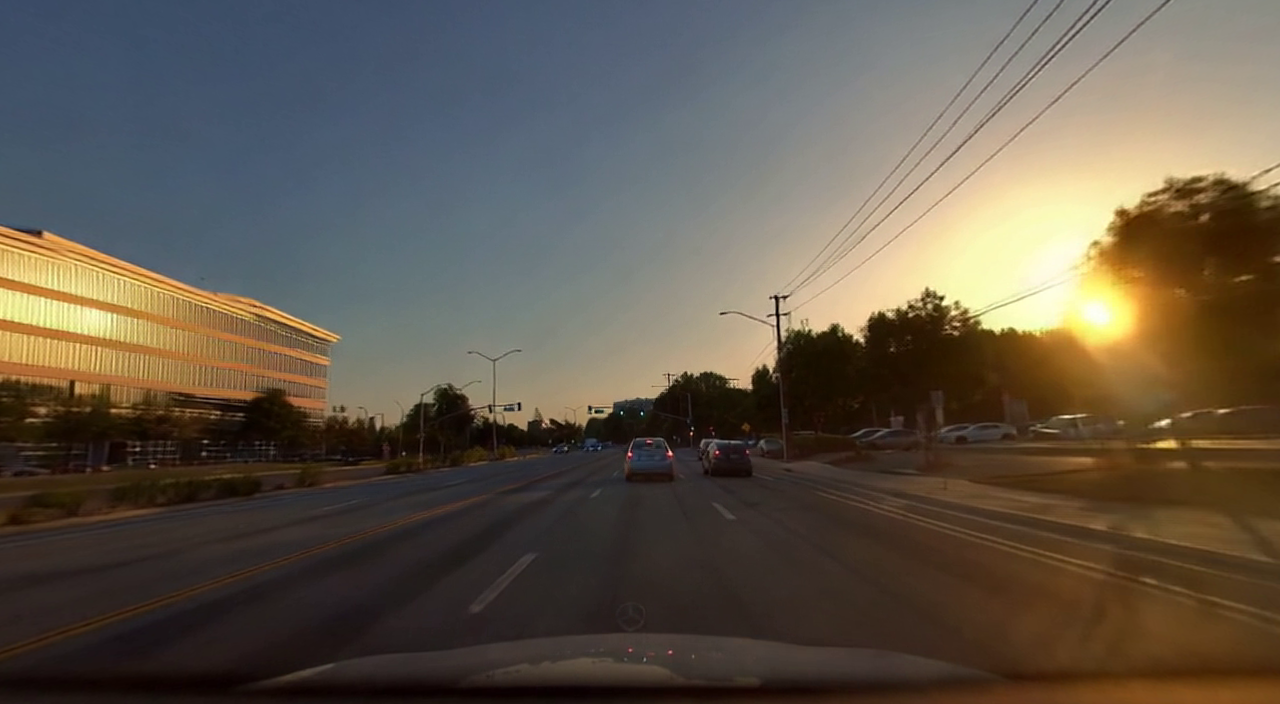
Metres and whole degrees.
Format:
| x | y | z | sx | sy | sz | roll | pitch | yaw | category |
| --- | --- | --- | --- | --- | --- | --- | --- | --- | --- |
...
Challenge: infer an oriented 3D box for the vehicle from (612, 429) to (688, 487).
| x | y | z | sx | sy | sz | roll | pitch | yaw | category |
| --- | --- | --- | --- | --- | --- | --- | --- | --- | --- |
| 0.293 | 3.379 | 20.369 | 2.200 | 1.653 | 4.127 | 0 | -8 | 0 | vehicle |

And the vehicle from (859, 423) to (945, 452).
| x | y | z | sx | sy | sz | roll | pitch | yaw | category |
| --- | --- | --- | --- | --- | --- | --- | --- | --- | --- |
| 16.019 | 5.273 | 38.759 | 4.366 | 1.701 | 1.965 | 0 | -8 | -1 | vehicle |

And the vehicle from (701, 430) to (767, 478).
| x | y | z | sx | sy | sz | roll | pitch | yaw | category |
| --- | --- | --- | --- | --- | --- | --- | --- | --- | --- |
| 3.566 | 3.951 | 24.689 | 1.914 | 1.698 | 4.049 | 0 | -8 | 0 | vehicle |
